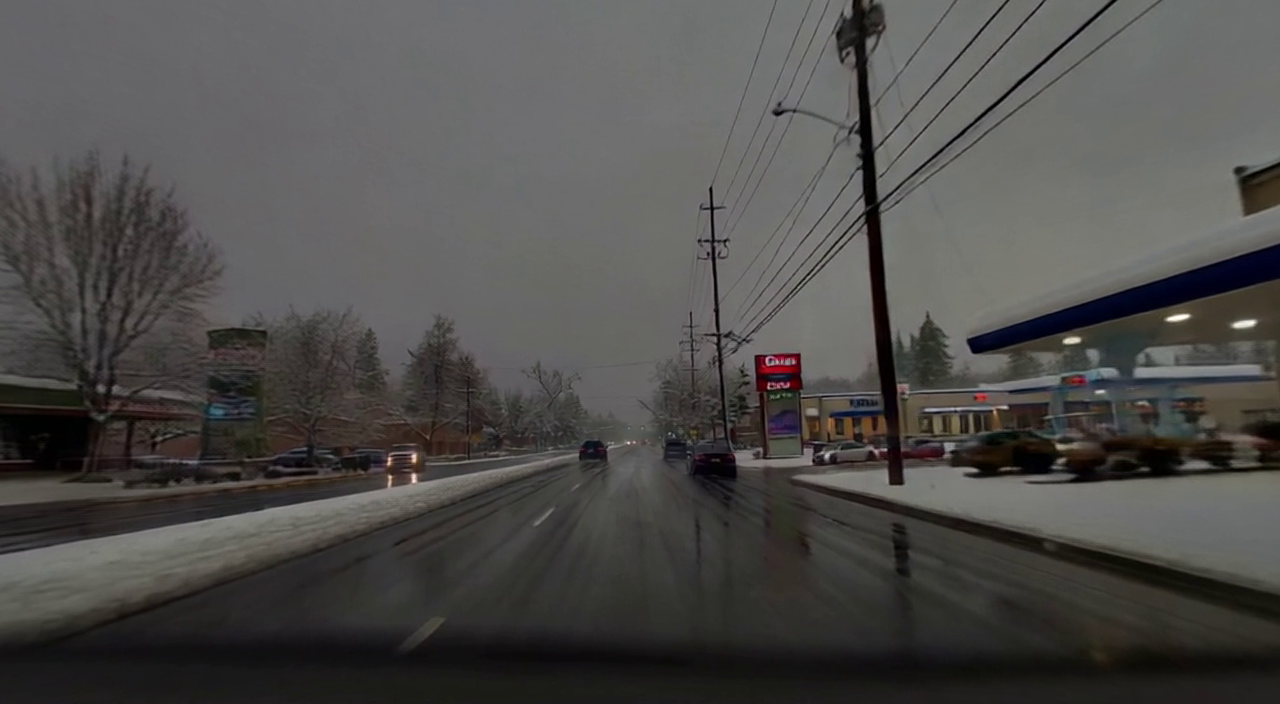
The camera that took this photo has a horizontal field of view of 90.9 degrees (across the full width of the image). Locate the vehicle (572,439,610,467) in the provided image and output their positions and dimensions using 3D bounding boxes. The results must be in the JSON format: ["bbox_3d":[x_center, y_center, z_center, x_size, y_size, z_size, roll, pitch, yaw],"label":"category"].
[{"bbox_3d":[-3.093,6.461,40.450,2.047,1.664,4.148,0,-9,1],"label":"vehicle"}]

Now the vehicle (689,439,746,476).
[{"bbox_3d":[3.437,4.767,28.672,1.978,1.455,4.195,2,-9,-1],"label":"vehicle"}]

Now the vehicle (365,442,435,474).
[{"bbox_3d":[-16.143,7.143,42.154,2.358,1.904,5.603,8,-14,-42],"label":"vehicle"}]

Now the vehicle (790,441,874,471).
[{"bbox_3d":[11.141,6.033,36.731,4.144,1.540,1.913,-1,-7,-7],"label":"vehicle"}]

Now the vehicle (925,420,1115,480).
[{"bbox_3d":[12.243,3.187,20.542,4.832,1.813,2.170,1,-9,-5],"label":"vehicle"}]

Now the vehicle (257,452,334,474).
[{"bbox_3d":[-26.460,8.537,48.476,4.739,1.607,2.045,-1,-9,5],"label":"vehicle"}]

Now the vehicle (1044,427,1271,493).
[{"bbox_3d":[13.002,2.704,16.008,4.126,1.523,2.063,1,-9,-8],"label":"vehicle"}]
